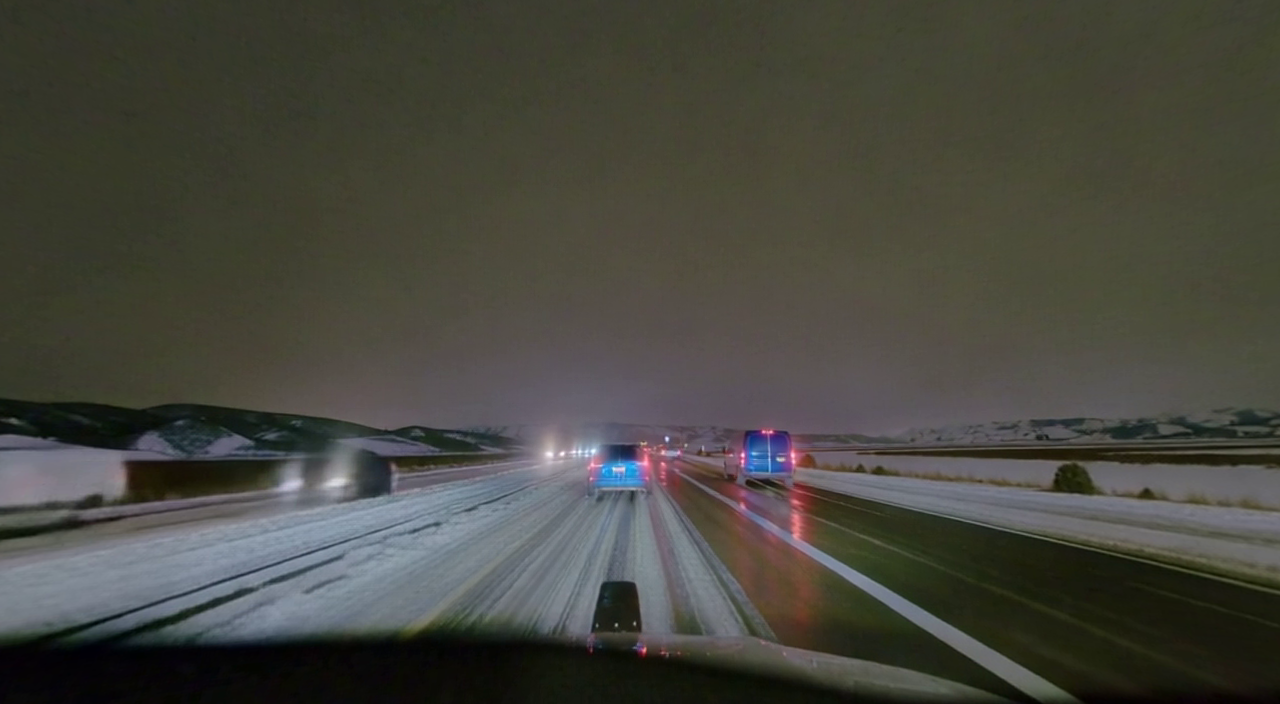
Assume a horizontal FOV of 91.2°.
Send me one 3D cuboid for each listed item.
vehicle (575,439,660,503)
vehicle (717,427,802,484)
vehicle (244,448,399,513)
[{"bbox_3d":[-0.539,3.144,16.900,2.029,1.483,3.769,0,-9,0],"label":"vehicle"},{"bbox_3d":[4.477,3.984,24.314,2.261,1.952,4.784,0,-9,-1],"label":"vehicle"},{"bbox_3d":[-8.529,3.445,17.353,1.989,1.524,4.405,0,-9,0],"label":"vehicle"}]
